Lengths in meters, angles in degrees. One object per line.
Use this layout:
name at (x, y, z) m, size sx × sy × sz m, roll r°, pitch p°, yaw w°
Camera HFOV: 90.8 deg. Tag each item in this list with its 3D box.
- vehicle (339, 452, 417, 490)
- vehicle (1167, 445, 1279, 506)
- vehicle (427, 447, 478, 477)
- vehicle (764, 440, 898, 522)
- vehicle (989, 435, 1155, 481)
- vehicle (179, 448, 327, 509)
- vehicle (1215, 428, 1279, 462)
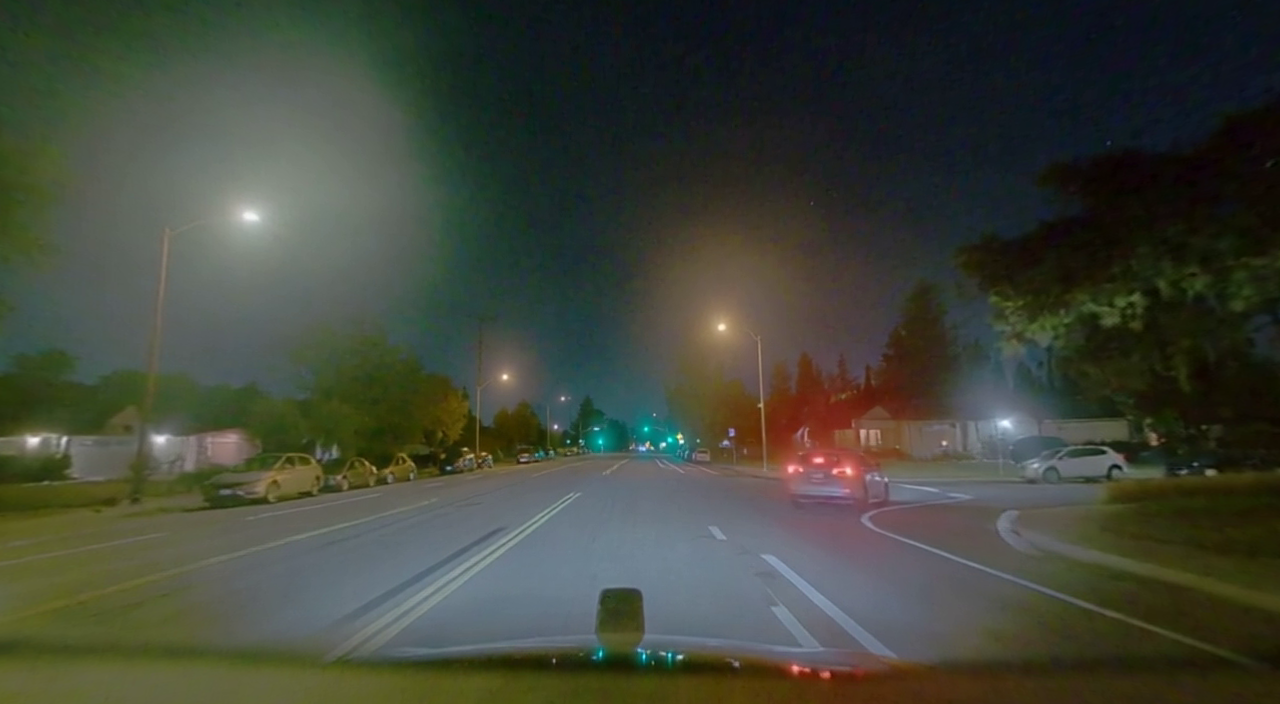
vehicle at (-12.215, 5.553, 29.798) m, size 1.795 × 1.472 × 4.601 m, roll -4°, pitch -9°, yaw -1°
vehicle at (18.033, 3.424, 17.932) m, size 4.312 × 1.426 × 1.940 m, roll -4°, pitch -10°, yaw -2°
vehicle at (-12.355, 7.236, 41.898) m, size 1.988 × 1.741 × 4.379 m, roll -5°, pitch -9°, yaw 0°
vehicle at (4.397, 2.733, 14.050) m, size 2.022 × 1.471 × 4.432 m, roll -4°, pitch -10°, yaw 27°
vehicle at (18.216, 4.491, 26.868) m, size 5.369 × 1.857 × 2.174 m, roll 0°, pitch -9°, yaw 2°
vehicle at (-12.336, 4.007, 20.554) m, size 1.938 × 1.754 × 4.315 m, roll 0°, pitch -9°, yaw 1°
vehicle at (33.930, 4.974, 33.768) m, size 1.906 × 1.732 × 4.668 m, roll 0°, pitch -9°, yaw 0°
